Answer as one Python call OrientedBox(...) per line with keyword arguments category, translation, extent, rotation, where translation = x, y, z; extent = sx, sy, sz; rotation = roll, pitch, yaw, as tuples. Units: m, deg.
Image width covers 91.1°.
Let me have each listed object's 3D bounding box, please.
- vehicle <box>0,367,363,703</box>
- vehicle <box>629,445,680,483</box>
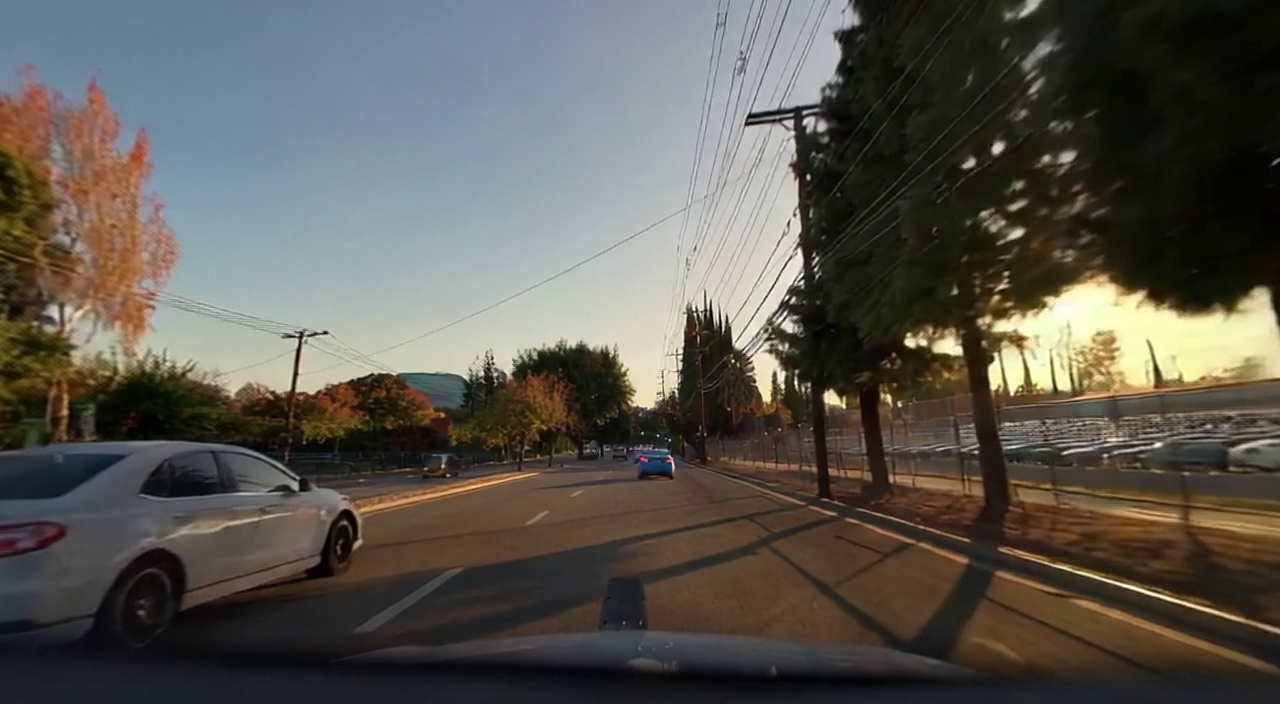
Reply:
OrientedBox(category="vehicle", translation=(-3.876, 1.141, 4.258), extent=(1.950, 1.692, 4.397), rotation=(0, -9, 0))
OrientedBox(category="vehicle", translation=(0.608, 4.770, 27.026), extent=(2.059, 1.486, 3.980), rotation=(0, -9, 1))
